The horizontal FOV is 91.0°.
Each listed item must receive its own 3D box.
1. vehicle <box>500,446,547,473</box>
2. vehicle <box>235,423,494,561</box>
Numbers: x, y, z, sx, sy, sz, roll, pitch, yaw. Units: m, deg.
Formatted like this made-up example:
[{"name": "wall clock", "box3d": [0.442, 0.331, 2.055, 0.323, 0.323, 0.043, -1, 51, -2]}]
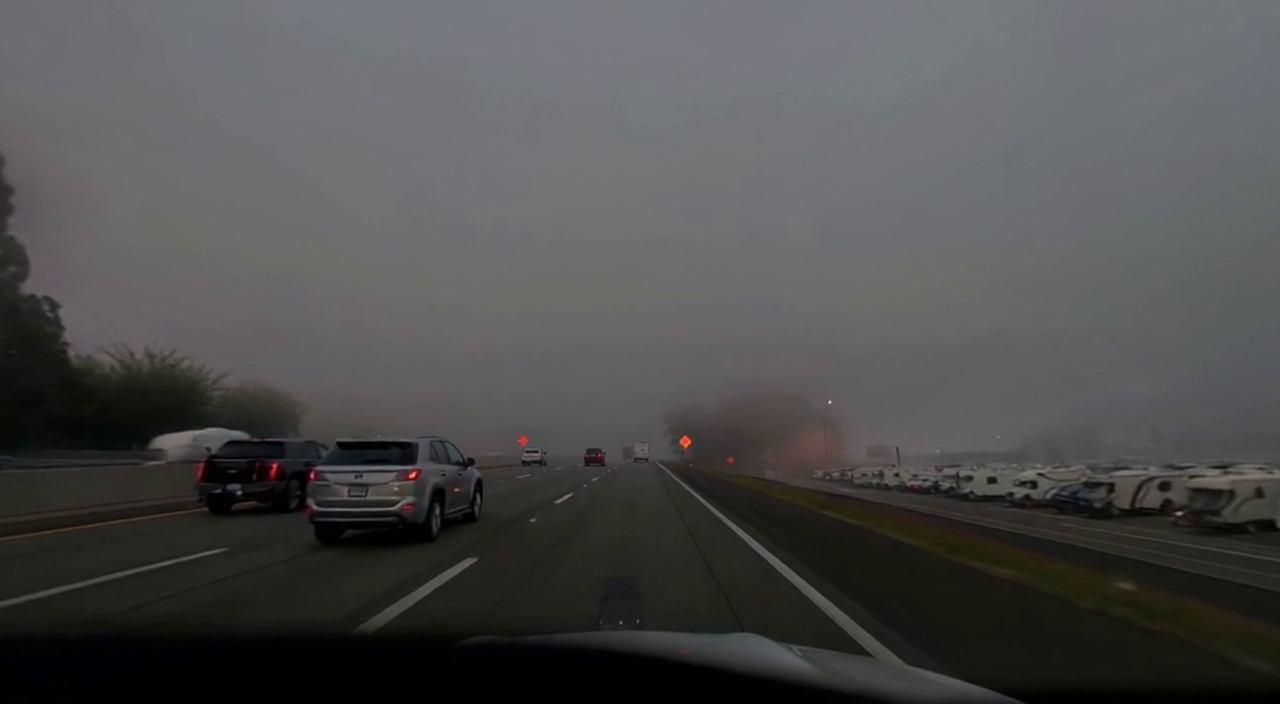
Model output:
[{"name": "vehicle", "box3d": [-7.416, 6.846, 40.384, 2.046, 1.644, 4.422, 0, -9, 2]}, {"name": "vehicle", "box3d": [-3.895, 2.047, 9.918, 2.070, 1.665, 4.213, 0, -9, 1]}]
